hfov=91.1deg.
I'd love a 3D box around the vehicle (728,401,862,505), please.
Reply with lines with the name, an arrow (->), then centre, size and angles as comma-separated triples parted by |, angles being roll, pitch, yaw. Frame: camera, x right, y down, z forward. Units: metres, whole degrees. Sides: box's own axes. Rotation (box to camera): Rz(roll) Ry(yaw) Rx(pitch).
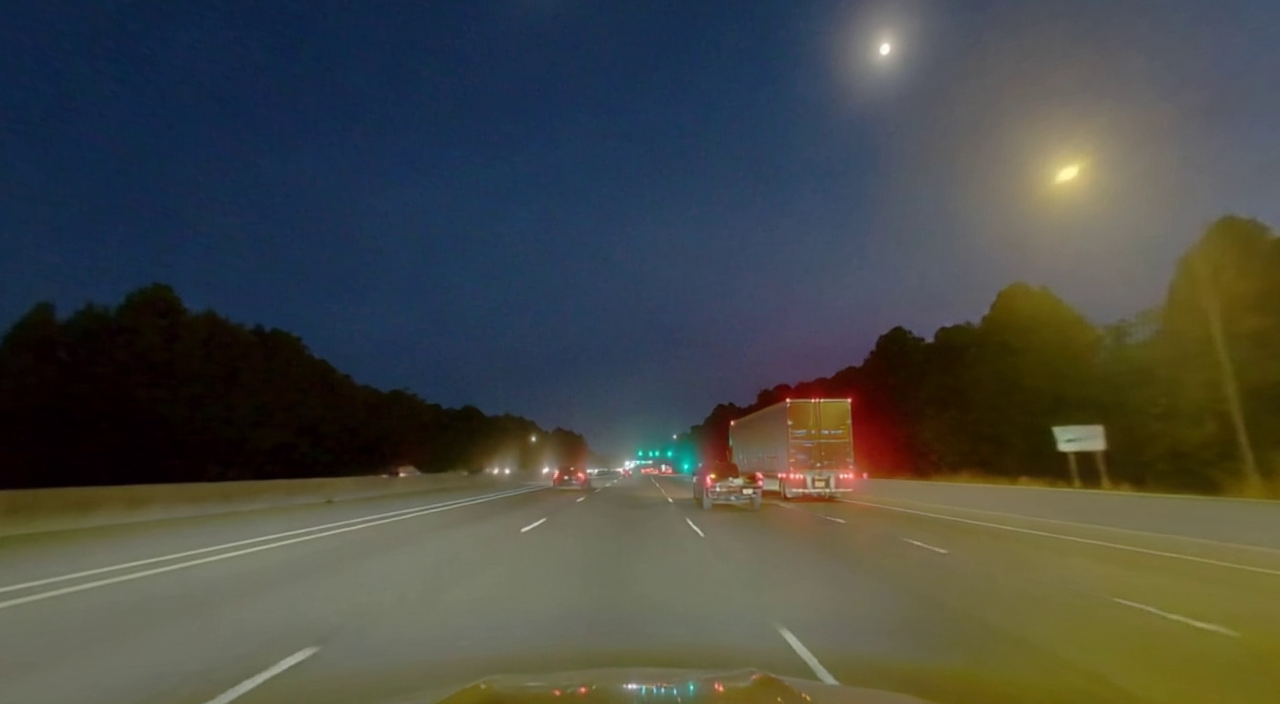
vehicle -> 7.417, 5.573, 33.823 | 2.883, 4.151, 17.144 | 1, -10, 0

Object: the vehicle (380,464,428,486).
vehicle -> -17.907, 9.349, 47.824 | 1.783, 1.541, 4.315 | 0, -10, 2

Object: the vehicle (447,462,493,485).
vehicle -> -11.387, 8.182, 42.350 | 1.827, 1.412, 4.194 | 1, -10, 1

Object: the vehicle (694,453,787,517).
vehicle -> 2.948, 4.052, 19.507 | 2.050, 1.708, 4.457 | 1, -10, -1

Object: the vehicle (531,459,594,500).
vehicle -> -3.187, 5.347, 26.605 | 2.025, 1.547, 4.150 | 1, -10, 1
